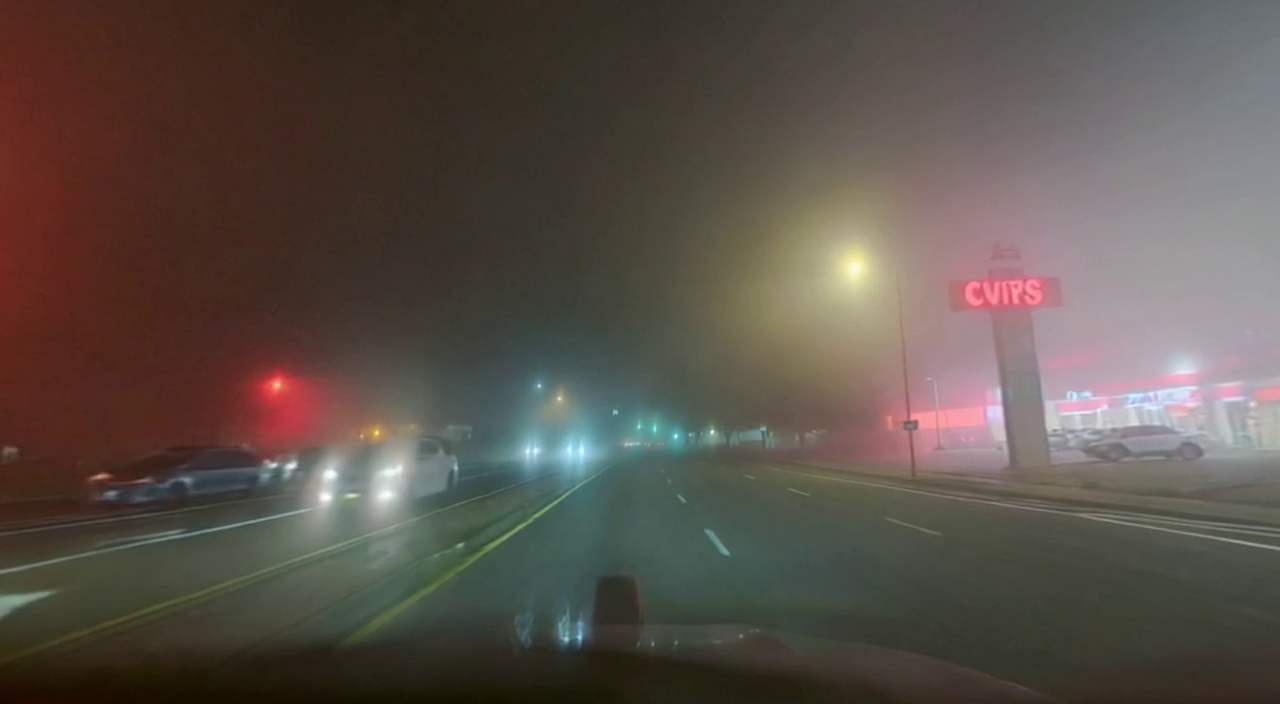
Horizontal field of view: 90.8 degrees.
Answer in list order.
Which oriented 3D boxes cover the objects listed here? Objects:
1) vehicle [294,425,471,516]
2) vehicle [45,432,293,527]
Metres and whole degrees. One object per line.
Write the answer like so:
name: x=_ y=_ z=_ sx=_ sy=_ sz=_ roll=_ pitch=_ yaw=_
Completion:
vehicle: x=-5.644 y=2.638 z=14.645 sx=2.129 sy=1.748 sz=4.555 roll=0 pitch=-8 yaw=1
vehicle: x=-9.707 y=2.623 z=13.608 sx=1.954 sy=1.694 sz=4.310 roll=0 pitch=-8 yaw=1
